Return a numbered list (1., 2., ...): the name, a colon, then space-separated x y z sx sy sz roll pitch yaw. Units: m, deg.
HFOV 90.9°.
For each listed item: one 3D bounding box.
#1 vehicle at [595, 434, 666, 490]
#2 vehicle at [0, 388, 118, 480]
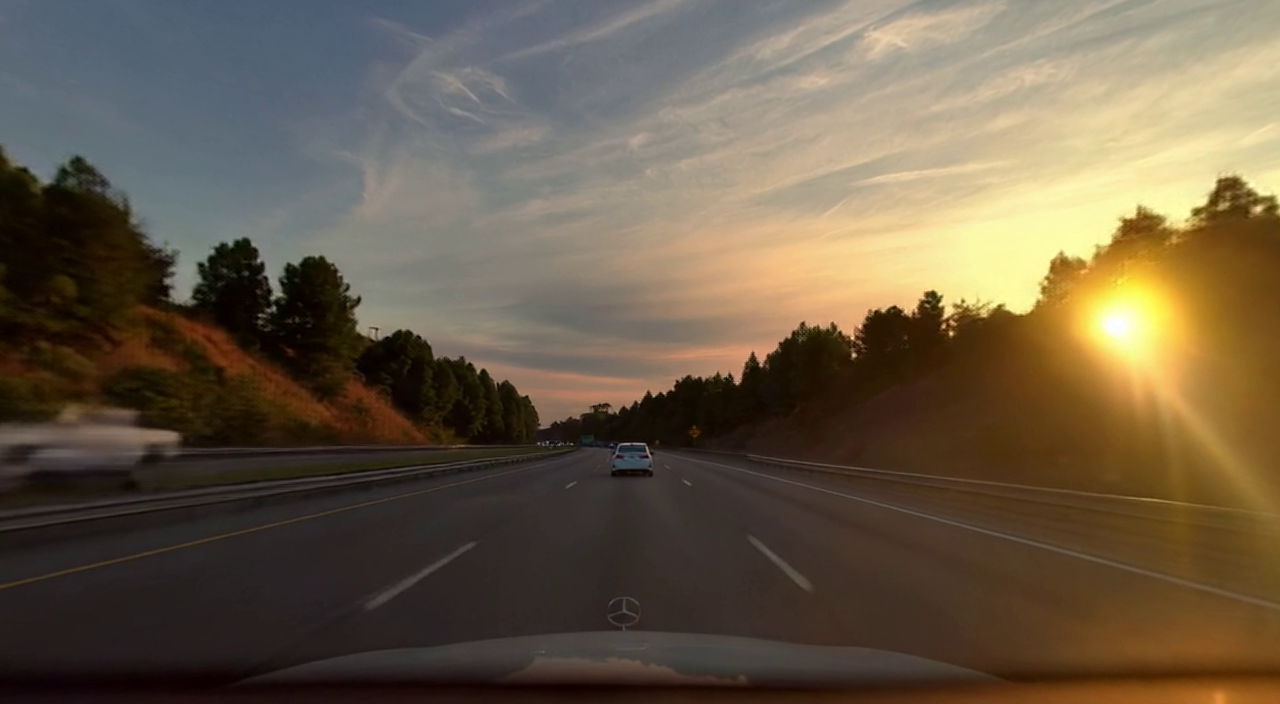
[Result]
1. vehicle: -0.289 3.400 19.778 2.011 1.590 3.607 0 -9 -1
2. vehicle: -13.357 1.613 12.360 2.090 1.762 4.769 0 -9 0
